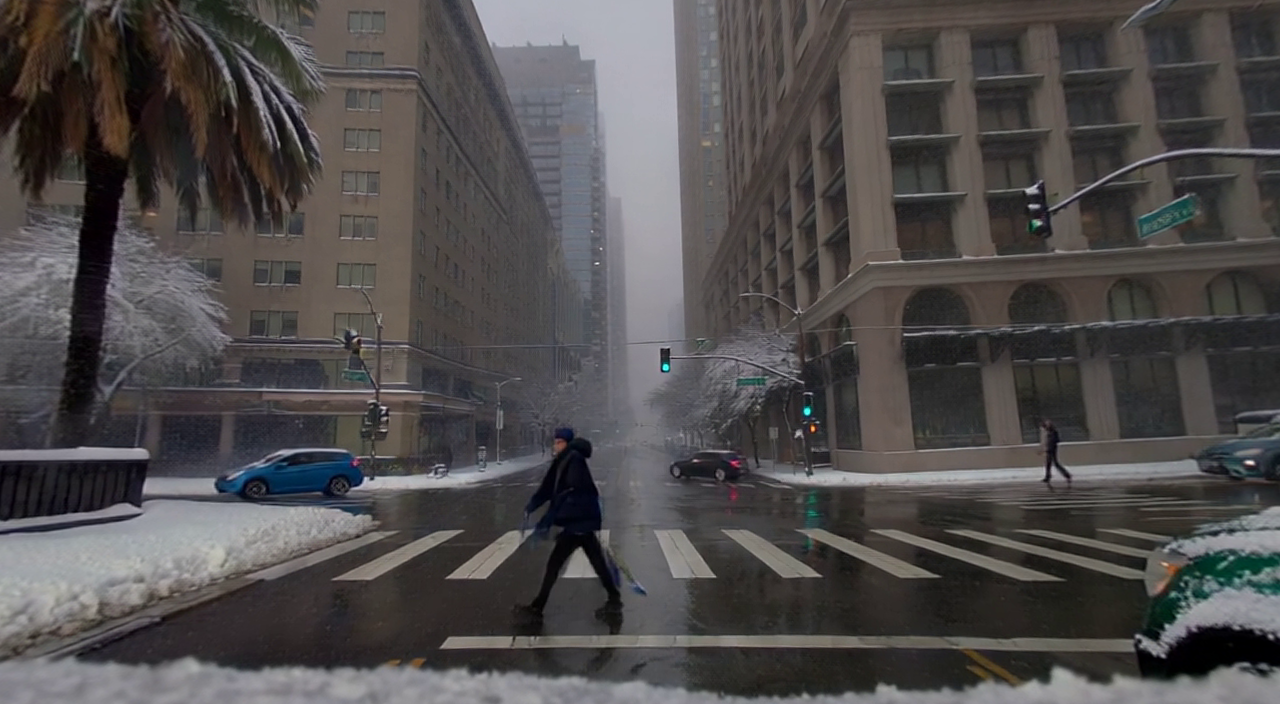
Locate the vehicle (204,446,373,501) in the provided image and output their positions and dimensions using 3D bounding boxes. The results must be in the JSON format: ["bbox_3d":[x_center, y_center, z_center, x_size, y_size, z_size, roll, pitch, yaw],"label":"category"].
[{"bbox_3d":[-11.308,3.915,20.740,4.499,1.594,1.898,3,-9,-20],"label":"vehicle"}]

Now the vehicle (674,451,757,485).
[{"bbox_3d":[3.653,5.676,31.281,2.000,1.525,4.273,4,-10,-27],"label":"vehicle"}]
